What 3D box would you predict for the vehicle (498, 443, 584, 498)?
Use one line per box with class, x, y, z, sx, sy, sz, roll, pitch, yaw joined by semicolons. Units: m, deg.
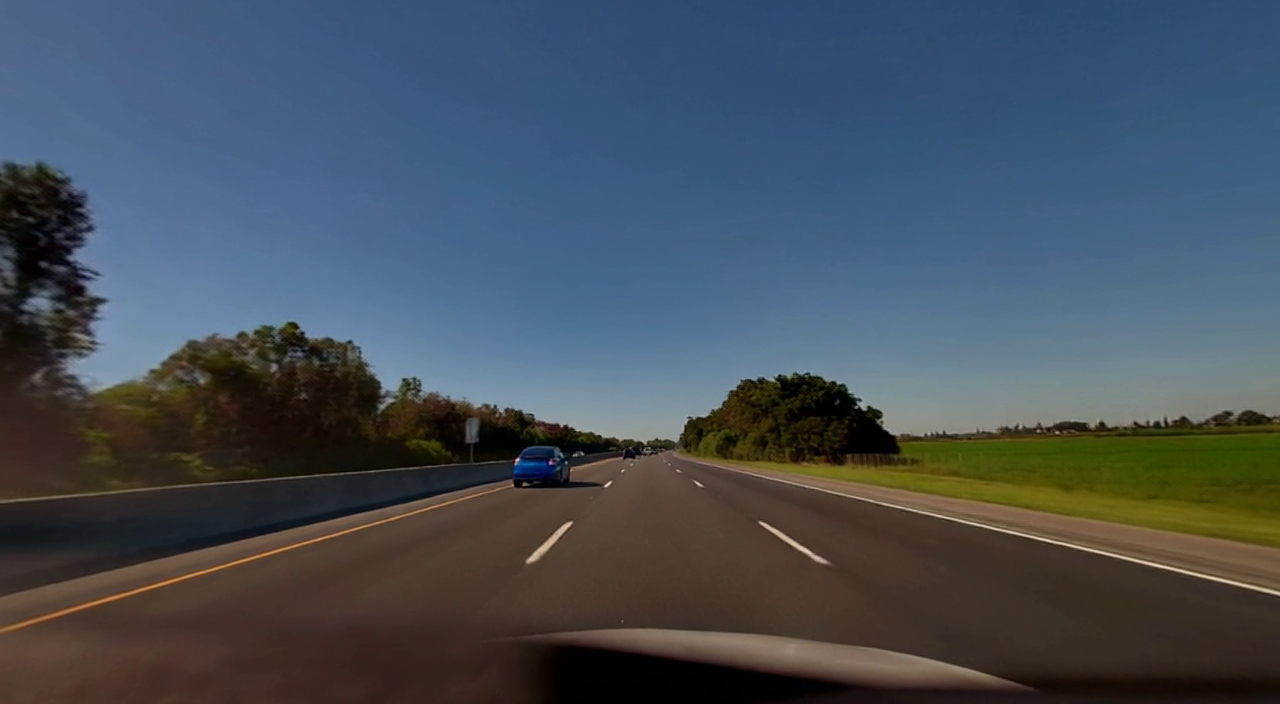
vehicle;-2.994;3.684;20.019;1.945;1.537;4.294;0;-9;1
